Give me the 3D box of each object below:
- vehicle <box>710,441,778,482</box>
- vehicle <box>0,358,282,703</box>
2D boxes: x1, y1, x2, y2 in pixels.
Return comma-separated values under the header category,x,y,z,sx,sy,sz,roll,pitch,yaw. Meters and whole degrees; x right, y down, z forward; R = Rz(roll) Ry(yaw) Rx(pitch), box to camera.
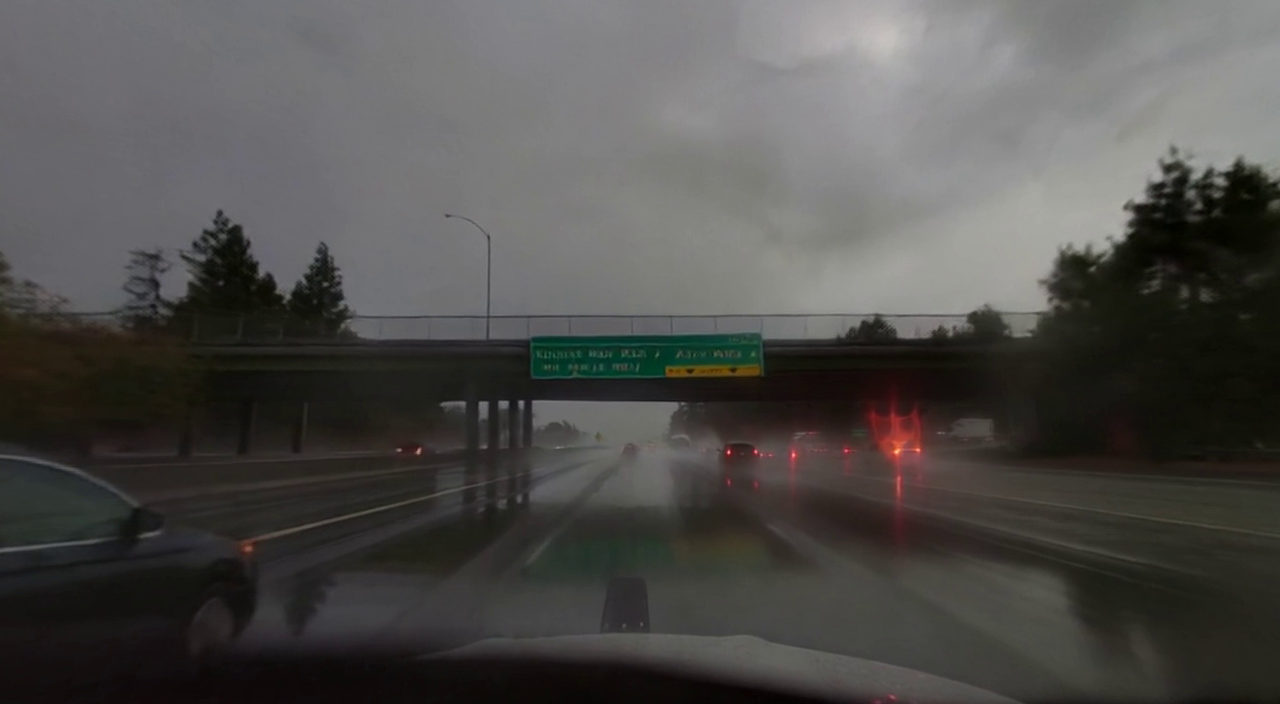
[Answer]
category,x,y,z,sx,sy,sz,roll,pitch,yaw
vehicle,4.025,4.289,25.079,1.908,1.483,4.259,0,-8,-1
vehicle,-3.799,0.813,2.120,2.259,1.706,4.924,0,-8,0
